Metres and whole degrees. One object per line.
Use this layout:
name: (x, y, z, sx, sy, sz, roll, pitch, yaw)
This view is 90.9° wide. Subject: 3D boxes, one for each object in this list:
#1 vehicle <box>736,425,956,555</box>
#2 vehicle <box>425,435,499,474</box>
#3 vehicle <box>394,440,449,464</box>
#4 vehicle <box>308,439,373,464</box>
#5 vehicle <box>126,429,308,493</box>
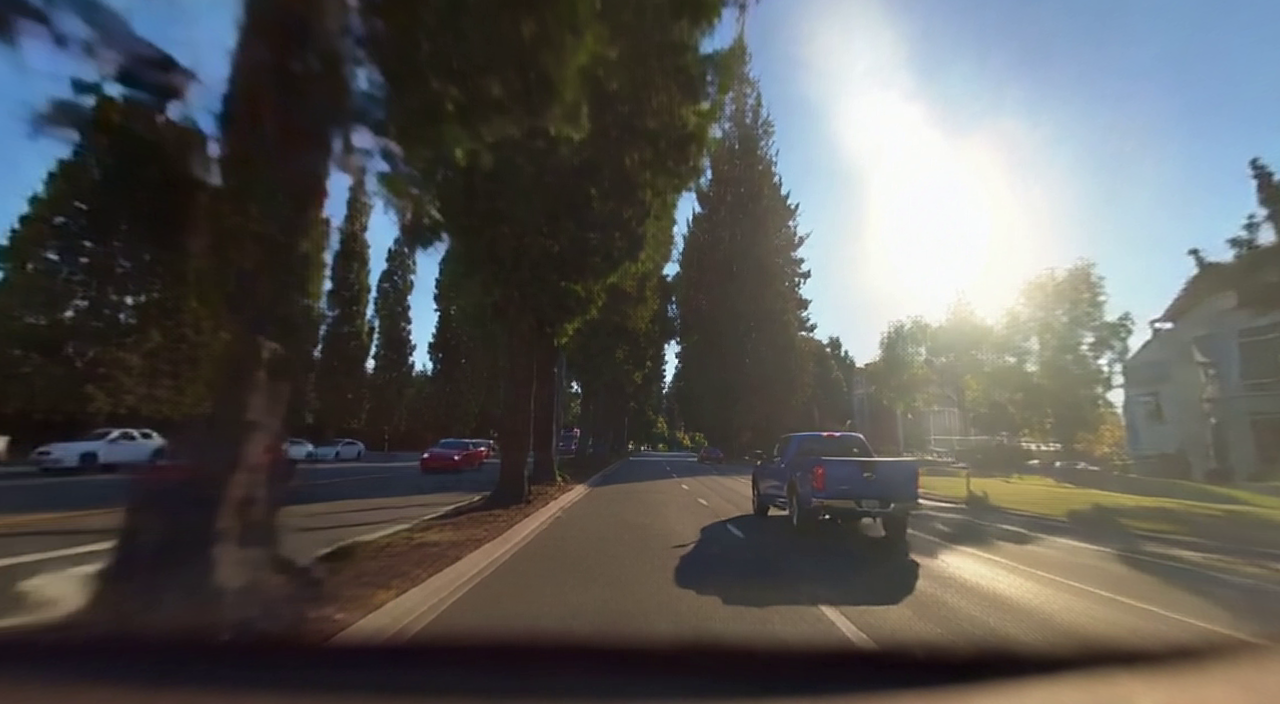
vehicle: (3.105, 2.182, 10.773, 2.108, 1.712, 4.616, 0, -8, -1)
vehicle: (-8.104, 4.728, 29.215, 2.121, 1.639, 4.525, 0, -8, 0)
vehicle: (-14.296, 6.596, 41.564, 1.981, 1.485, 4.614, 0, -8, 0)
vehicle: (-18.784, 6.277, 39.767, 1.908, 1.471, 4.556, 0, -8, -1)
vehicle: (-11.285, 2.935, 17.280, 1.999, 1.519, 4.249, 0, -8, 1)
